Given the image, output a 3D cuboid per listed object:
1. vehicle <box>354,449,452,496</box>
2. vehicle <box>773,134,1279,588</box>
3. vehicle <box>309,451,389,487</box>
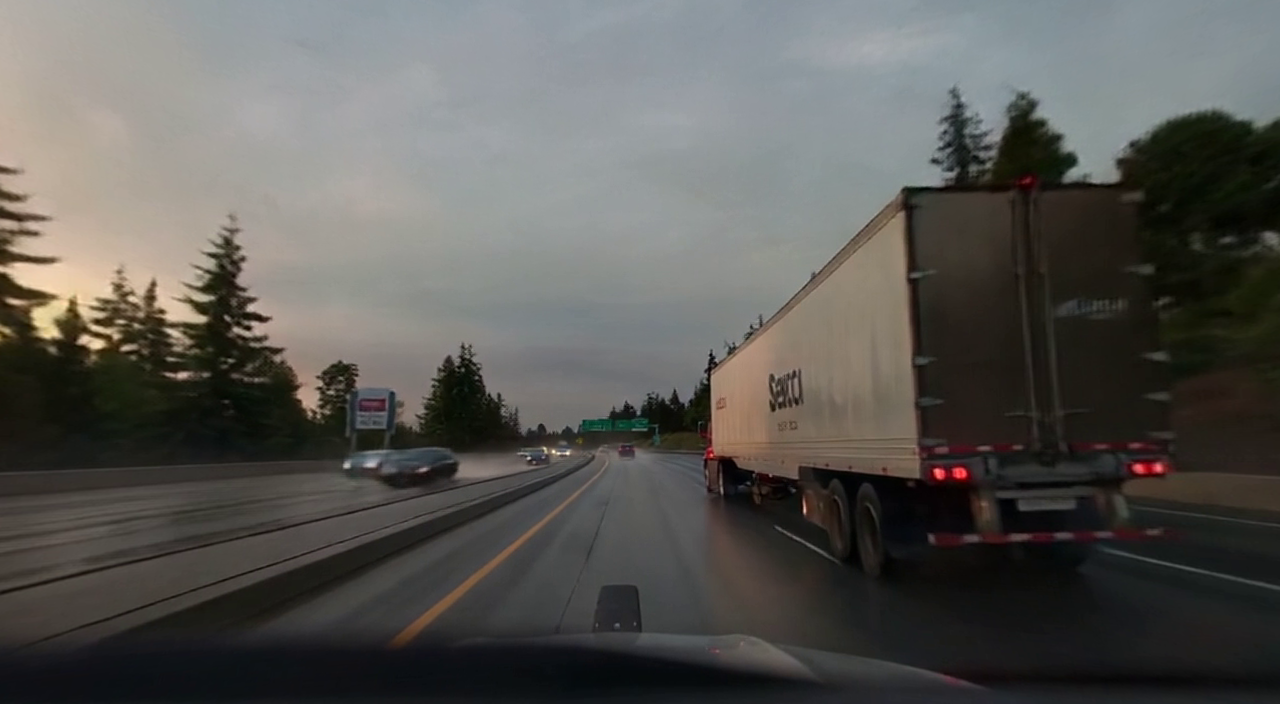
[{"bbox_3d":[-8.585,4.358,23.162,1.950,1.515,4.401,0,-9,-1],"label":"vehicle"},{"bbox_3d":[4.432,0.604,9.556,2.892,3.928,8.380,-1,-9,0],"label":"vehicle"},{"bbox_3d":[-13.208,5.299,28.690,1.829,1.502,3.893,0,-9,-1],"label":"vehicle"}]
